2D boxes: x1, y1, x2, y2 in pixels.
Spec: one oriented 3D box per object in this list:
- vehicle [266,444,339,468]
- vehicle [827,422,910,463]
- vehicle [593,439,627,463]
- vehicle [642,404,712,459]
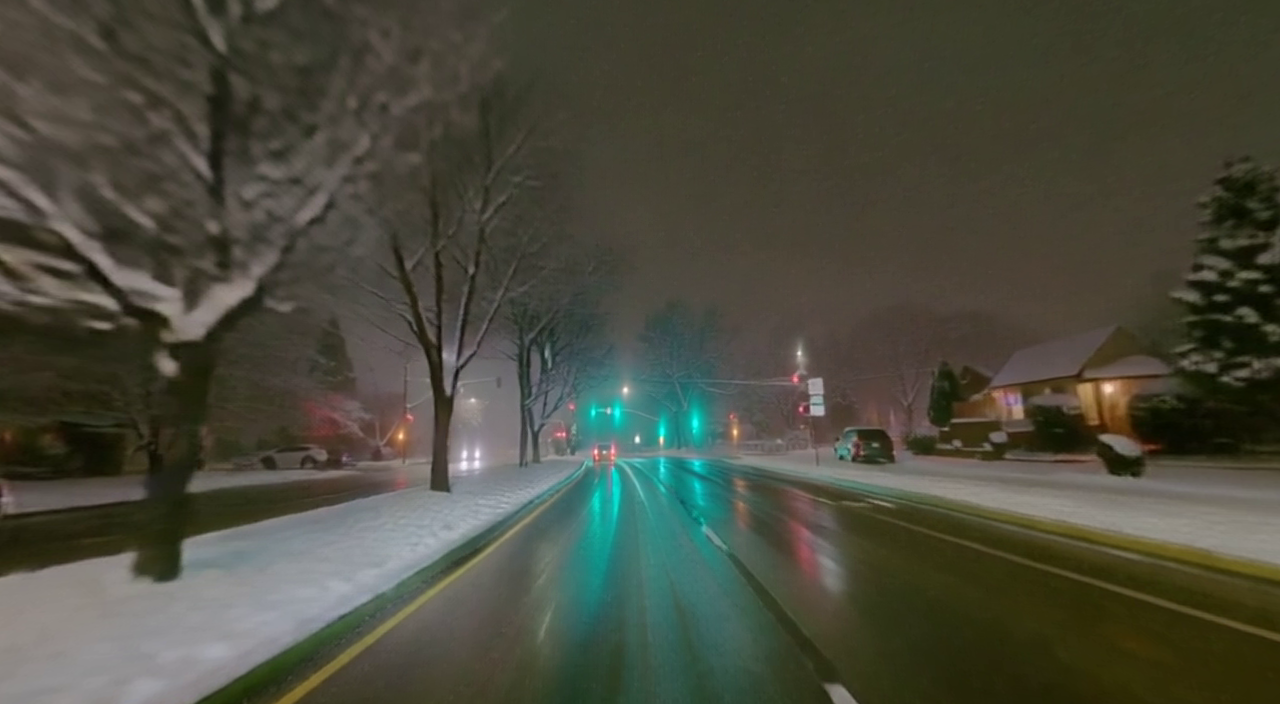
[{"bbox_3d":[-25.049,7.727,46.943,4.348,1.653,1.948,1,-9,-12],"label":"vehicle"},{"bbox_3d":[10.846,4.372,30.428,2.145,1.795,4.992,0,-8,0],"label":"vehicle"},{"bbox_3d":[-1.974,6.393,40.946,2.113,1.462,4.203,0,-8,-4],"label":"vehicle"},{"bbox_3d":[2.221,5.731,44.259,3.037,3.261,12.926,0,-8,-5],"label":"vehicle"}]
